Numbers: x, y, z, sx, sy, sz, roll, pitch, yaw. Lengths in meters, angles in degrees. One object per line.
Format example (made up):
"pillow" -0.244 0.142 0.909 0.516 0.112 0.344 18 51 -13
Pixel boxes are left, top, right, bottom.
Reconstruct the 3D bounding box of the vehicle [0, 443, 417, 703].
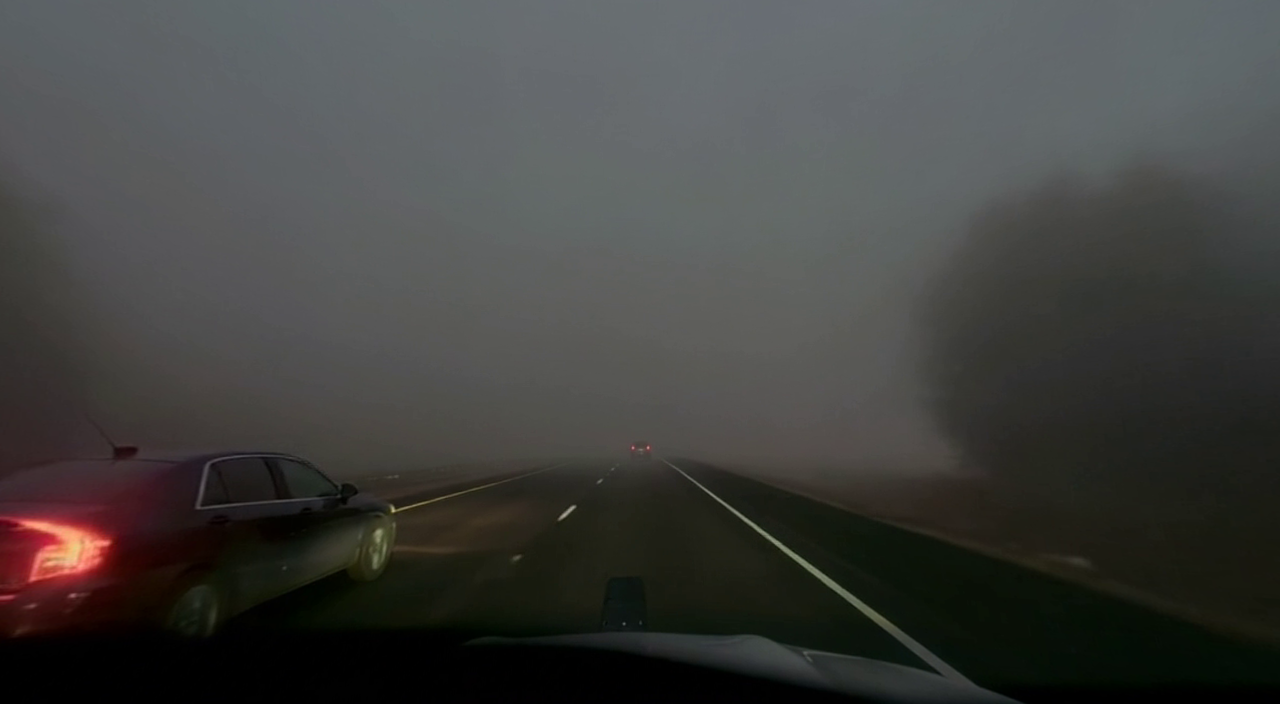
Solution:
"vehicle" -3.576 1.369 4.760 2.096 1.343 4.503 0 -8 1
